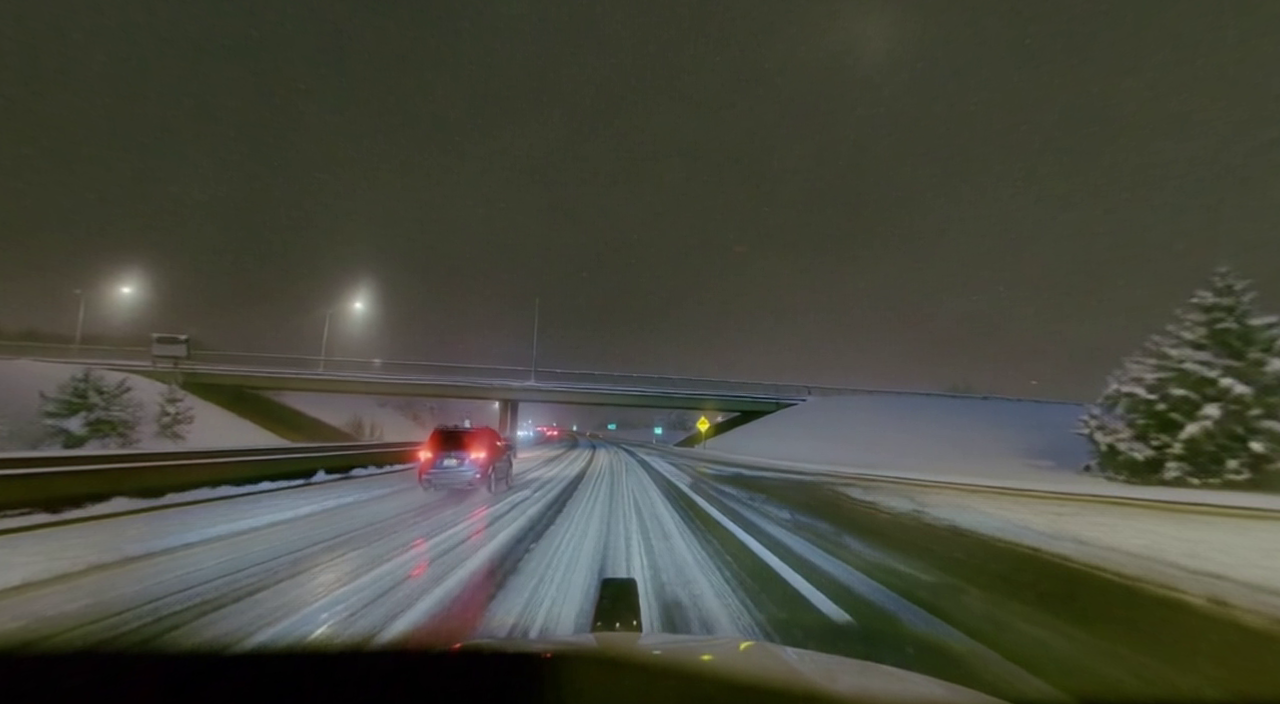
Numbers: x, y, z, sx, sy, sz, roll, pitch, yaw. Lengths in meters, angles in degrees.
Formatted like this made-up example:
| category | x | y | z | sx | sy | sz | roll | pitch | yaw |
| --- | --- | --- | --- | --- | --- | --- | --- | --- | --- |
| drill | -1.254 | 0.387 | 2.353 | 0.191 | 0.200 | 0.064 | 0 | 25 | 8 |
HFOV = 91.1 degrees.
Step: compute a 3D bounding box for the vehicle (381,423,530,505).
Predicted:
| category | x | y | z | sx | sy | sz | roll | pitch | yaw |
| --- | --- | --- | --- | --- | --- | --- | --- | --- | --- |
| vehicle | -4.083 | 2.552 | 14.934 | 2.123 | 1.601 | 4.887 | 0 | -8 | -1 |
